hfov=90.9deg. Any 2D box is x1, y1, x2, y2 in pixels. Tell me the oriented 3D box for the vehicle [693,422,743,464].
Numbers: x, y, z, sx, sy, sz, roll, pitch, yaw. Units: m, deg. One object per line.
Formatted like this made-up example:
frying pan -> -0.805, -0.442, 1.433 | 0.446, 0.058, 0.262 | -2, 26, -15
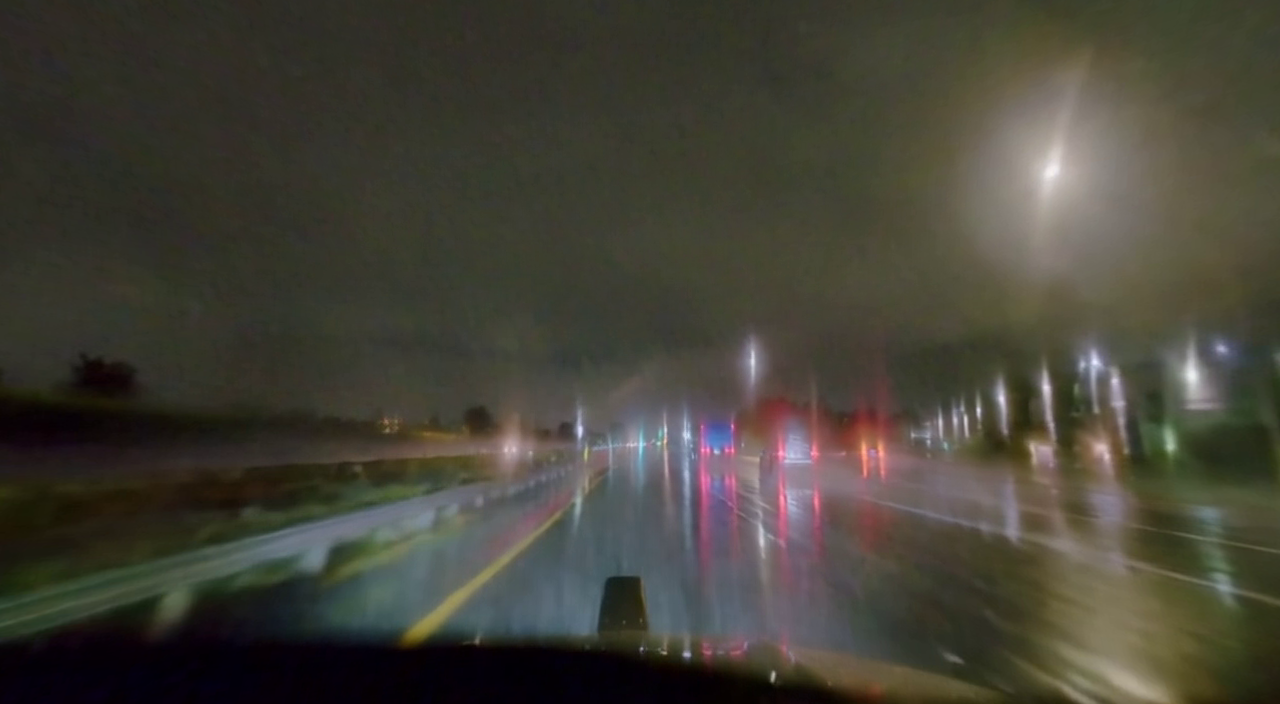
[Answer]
vehicle -> 5.005, 6.001, 41.530 | 2.430, 2.495, 6.062 | 0, -9, 0
